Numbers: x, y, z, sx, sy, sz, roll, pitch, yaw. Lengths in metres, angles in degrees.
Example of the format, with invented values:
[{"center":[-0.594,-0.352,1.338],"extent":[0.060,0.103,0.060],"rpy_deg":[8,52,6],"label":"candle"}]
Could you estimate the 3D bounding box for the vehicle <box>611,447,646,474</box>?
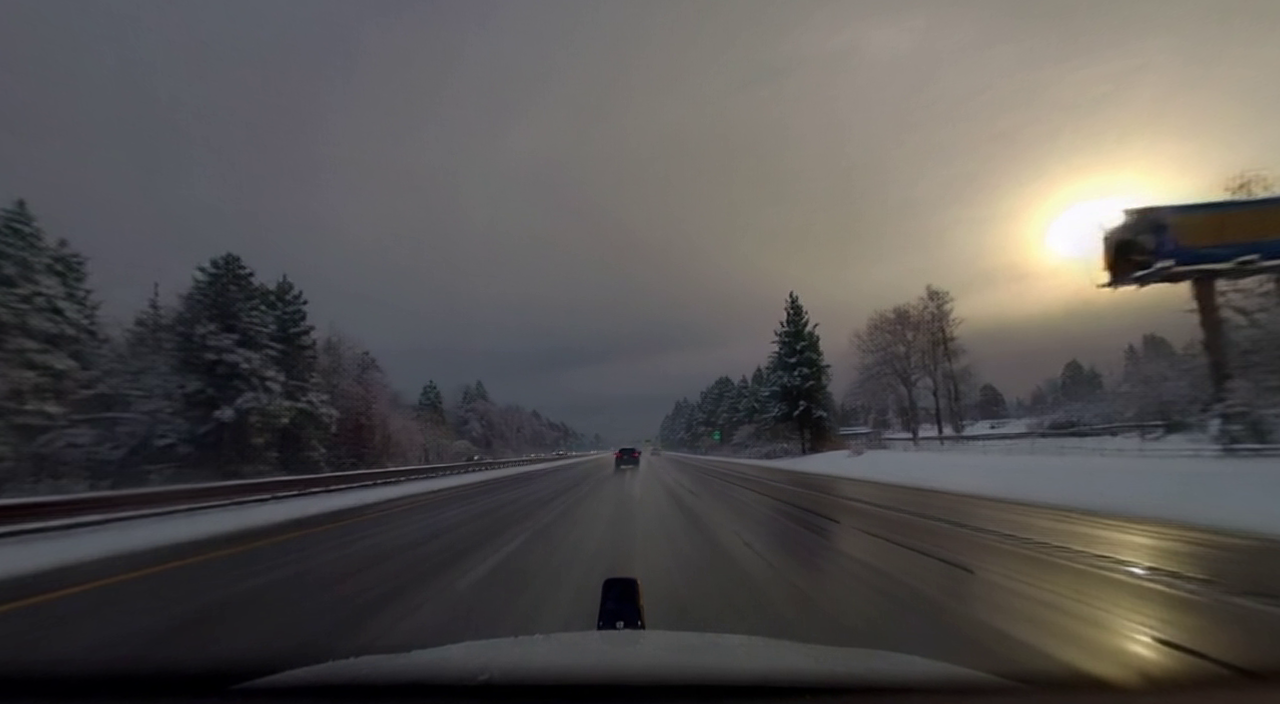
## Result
[{"center":[-0.636,6.380,37.141],"extent":[1.916,1.494,4.335],"rpy_deg":[0,-9,0],"label":"vehicle"}]
